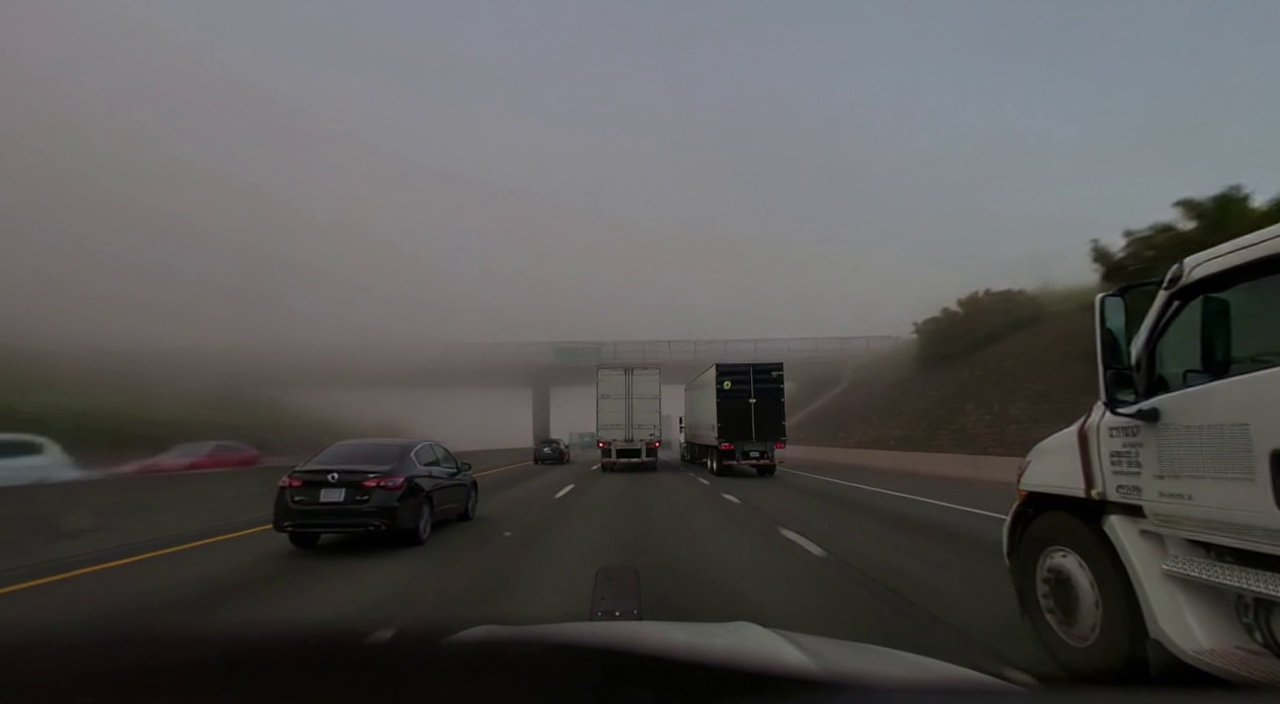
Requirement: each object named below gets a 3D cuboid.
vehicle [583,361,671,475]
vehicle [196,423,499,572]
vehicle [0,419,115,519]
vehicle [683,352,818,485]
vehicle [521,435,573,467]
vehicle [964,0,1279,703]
[{"bbox_3d":[-0.505,3.051,27.760,3.090,4.065,10.702,0,-8,-1],"label":"vehicle"},{"bbox_3d":[-3.404,1.750,8.582,1.894,1.460,4.662,0,-8,0],"label":"vehicle"},{"bbox_3d":[-11.380,1.894,10.173,1.925,1.607,4.500,0,-8,0],"label":"vehicle"},{"bbox_3d":[3.625,2.696,24.257,2.817,3.886,11.491,0,-8,-1],"label":"vehicle"},{"bbox_3d":[-4.458,4.799,30.832,2.049,1.483,3.786,0,-8,-1],"label":"vehicle"},{"bbox_3d":[3.937,-0.428,1.398,3.074,3.896,5.910,0,-8,-1],"label":"vehicle"}]
